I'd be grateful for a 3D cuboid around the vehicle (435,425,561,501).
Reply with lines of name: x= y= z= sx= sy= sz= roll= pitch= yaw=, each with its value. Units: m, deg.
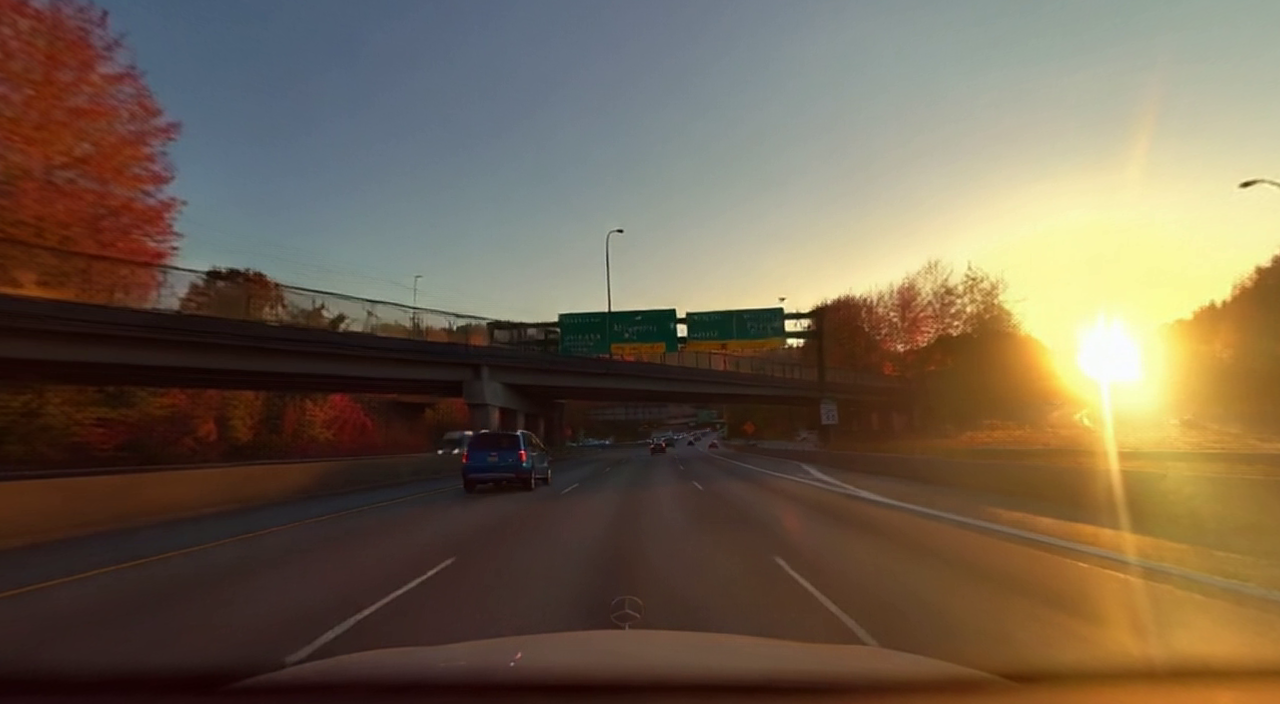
vehicle: x=-3.532 y=2.867 z=16.650 sx=2.177 sy=1.707 sz=4.432 roll=0 pitch=-8 yaw=2
